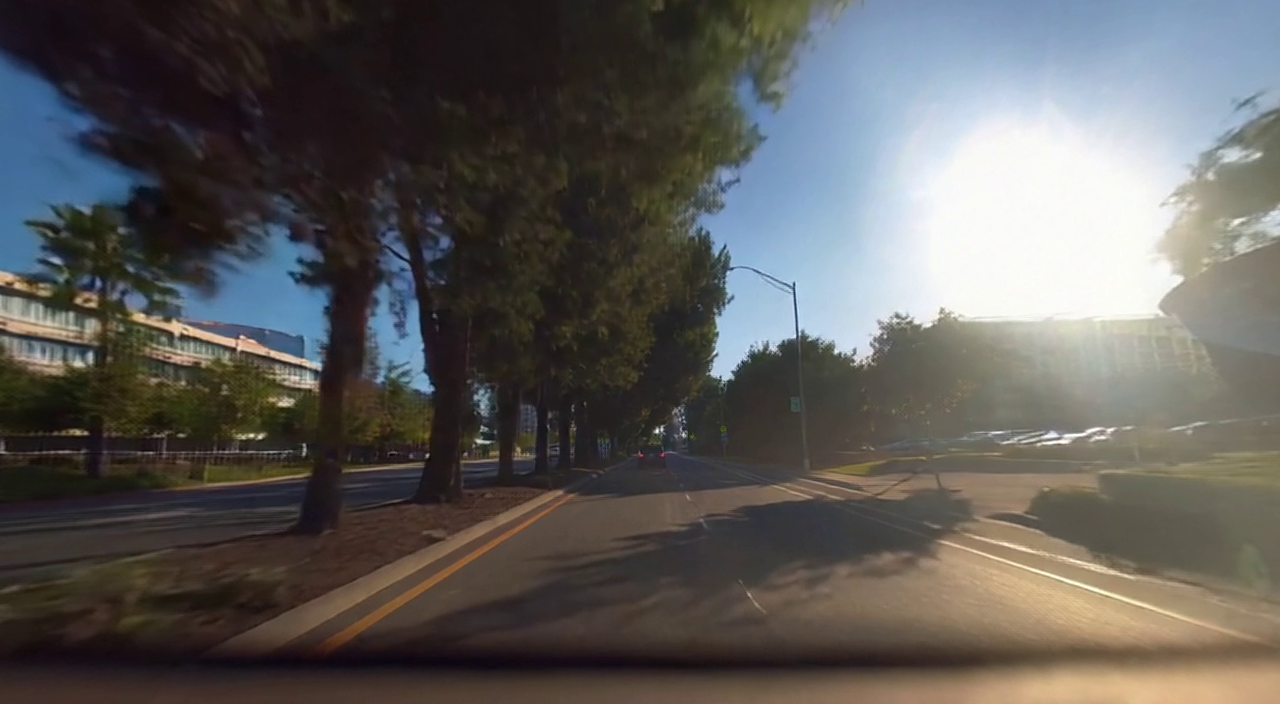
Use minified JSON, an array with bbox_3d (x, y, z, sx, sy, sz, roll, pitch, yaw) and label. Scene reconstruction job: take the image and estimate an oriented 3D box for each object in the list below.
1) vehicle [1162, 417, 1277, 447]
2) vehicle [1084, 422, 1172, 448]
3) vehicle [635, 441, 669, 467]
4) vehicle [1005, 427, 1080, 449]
[{"bbox_3d":[29.816,4.193,32.704,1.762,1.463,4.144,1,-9,-7],"label":"vehicle"},{"bbox_3d":[29.127,5.020,37.864,1.791,1.448,4.027,1,-9,-6],"label":"vehicle"},{"bbox_3d":[0.788,6.799,42.228,2.158,1.600,3.865,0,-8,0],"label":"vehicle"},{"bbox_3d":[28.010,6.061,44.142,1.847,1.451,4.470,1,-9,-8],"label":"vehicle"}]
